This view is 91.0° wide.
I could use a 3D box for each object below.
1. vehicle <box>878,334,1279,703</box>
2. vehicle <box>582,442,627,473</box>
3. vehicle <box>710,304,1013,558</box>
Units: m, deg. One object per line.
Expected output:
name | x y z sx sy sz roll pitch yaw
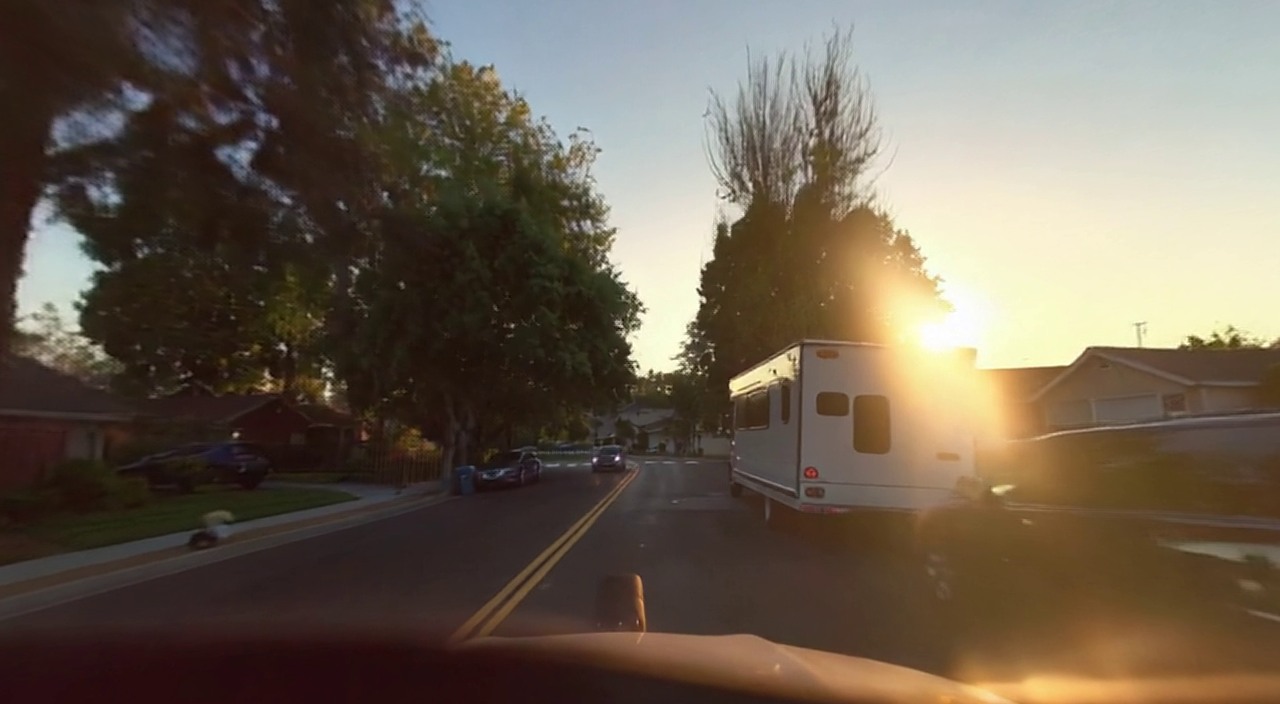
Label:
vehicle | 3.475 1.102 4.211 1.980 1.782 4.627 0 -9 1
vehicle | -2.037 6.286 37.716 2.194 1.763 4.288 -1 -9 3
vehicle | 3.583 1.838 14.127 3.052 3.440 11.052 -1 -8 2
